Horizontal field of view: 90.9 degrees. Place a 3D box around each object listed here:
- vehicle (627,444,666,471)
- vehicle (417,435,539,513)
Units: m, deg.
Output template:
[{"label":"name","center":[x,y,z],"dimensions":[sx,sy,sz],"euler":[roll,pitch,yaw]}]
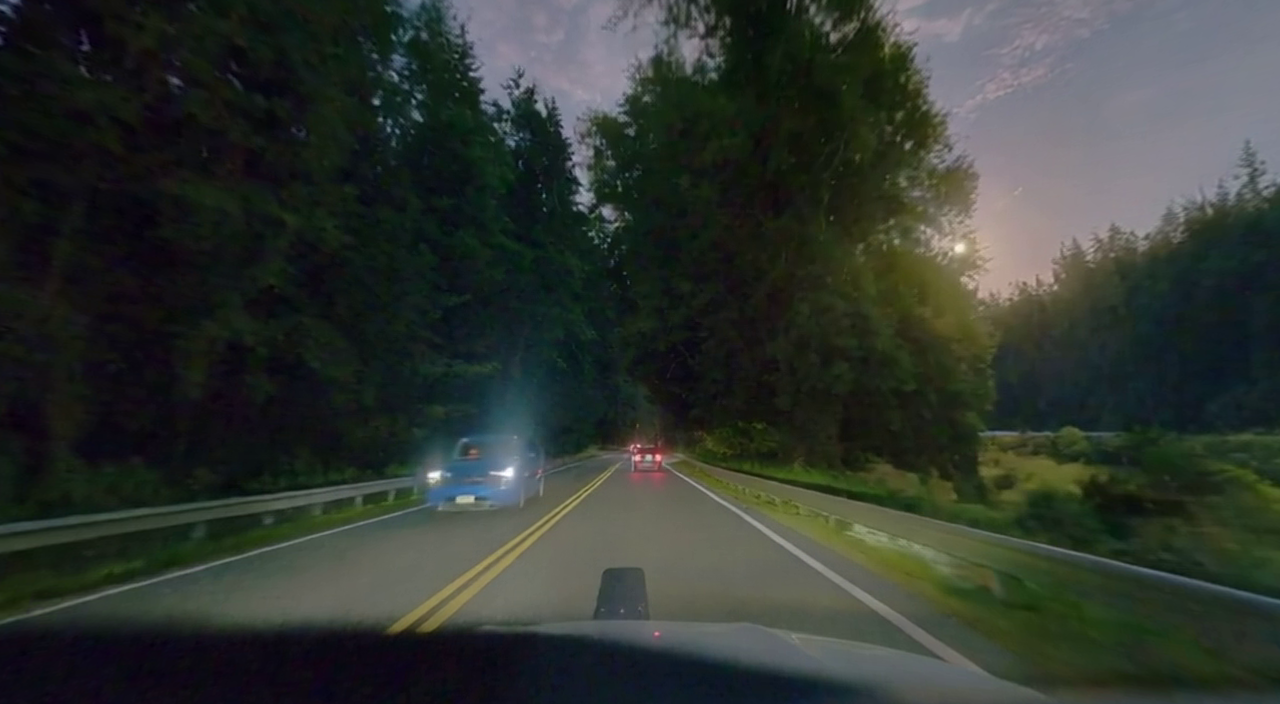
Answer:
[{"label":"vehicle","center":[0.338,6.272,37.869],"dimensions":[2.120,1.491,4.349],"euler":[0,-8,-2]},{"label":"vehicle","center":[-3.927,3.019,16.181],"dimensions":[1.953,1.676,4.508],"euler":[0,-8,0]}]
